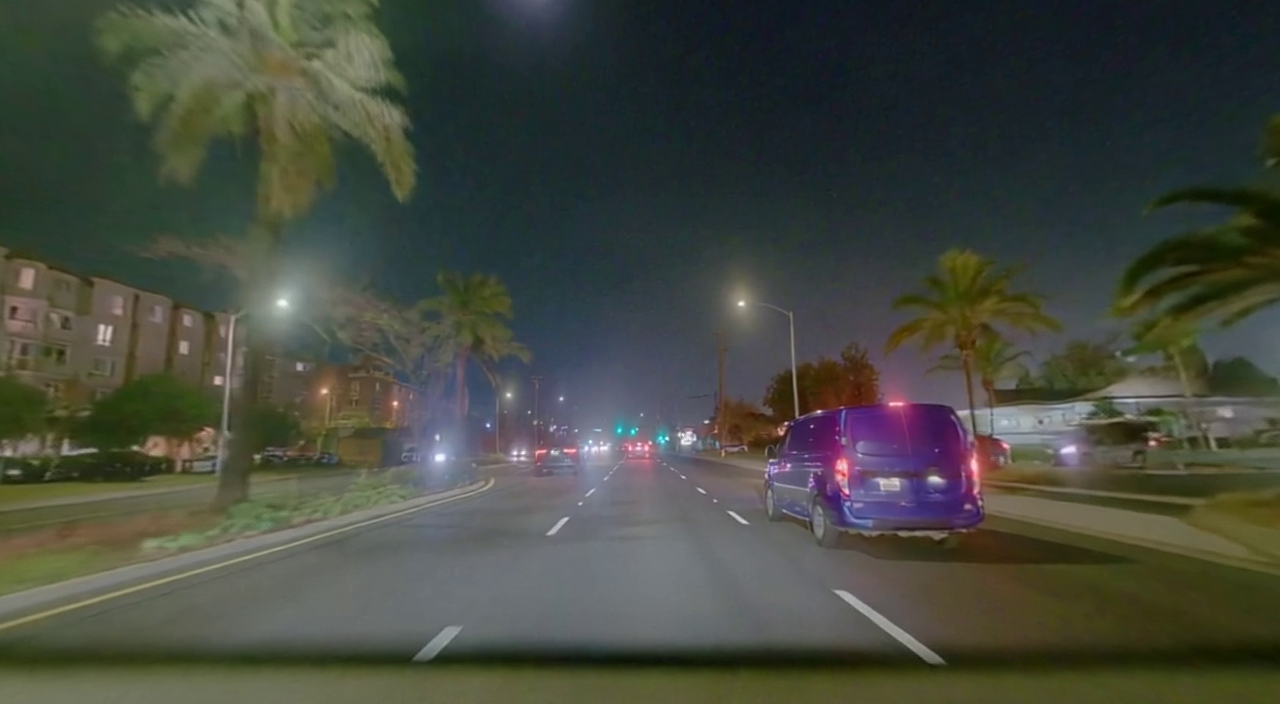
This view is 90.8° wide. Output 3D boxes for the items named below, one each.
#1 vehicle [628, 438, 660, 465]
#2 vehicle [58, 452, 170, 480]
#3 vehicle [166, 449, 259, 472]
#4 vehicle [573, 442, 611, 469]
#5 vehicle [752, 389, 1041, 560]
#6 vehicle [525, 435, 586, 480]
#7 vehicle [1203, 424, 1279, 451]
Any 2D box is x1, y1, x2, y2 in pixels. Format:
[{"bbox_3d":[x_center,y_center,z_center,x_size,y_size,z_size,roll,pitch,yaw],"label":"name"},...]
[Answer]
[{"bbox_3d":[0.275,7.085,45.092,2.191,1.761,3.857,0,-8,0],"label":"vehicle"},{"bbox_3d":[-28.540,6.181,34.367,4.371,1.393,1.867,0,-8,-1],"label":"vehicle"},{"bbox_3d":[-29.343,7.463,43.472,4.876,1.487,1.993,1,-8,-4],"label":"vehicle"},{"bbox_3d":[-2.756,6.076,37.194,1.869,1.454,4.142,0,-8,0],"label":"vehicle"},{"bbox_3d":[3.334,1.734,9.610,2.234,1.912,4.847,0,-8,-1],"label":"vehicle"},{"bbox_3d":[-3.445,4.375,26.500,1.967,1.703,4.157,0,-8,1],"label":"vehicle"},{"bbox_3d":[45.959,6.476,47.682,4.658,1.924,1.898,-5,-10,30],"label":"vehicle"}]
